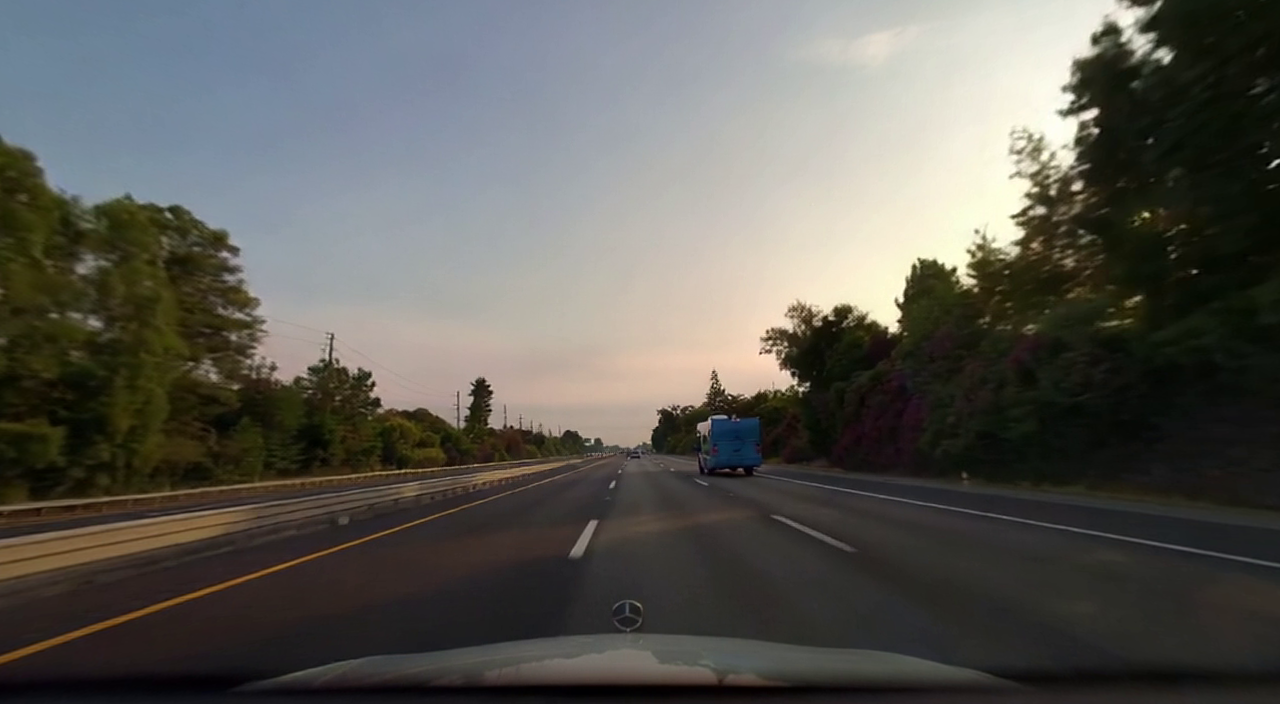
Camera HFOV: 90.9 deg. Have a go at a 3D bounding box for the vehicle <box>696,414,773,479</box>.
[{"bbox_3d":[4.405,4.594,30.576,2.556,2.763,6.287,0,-9,-2],"label":"vehicle"}]
